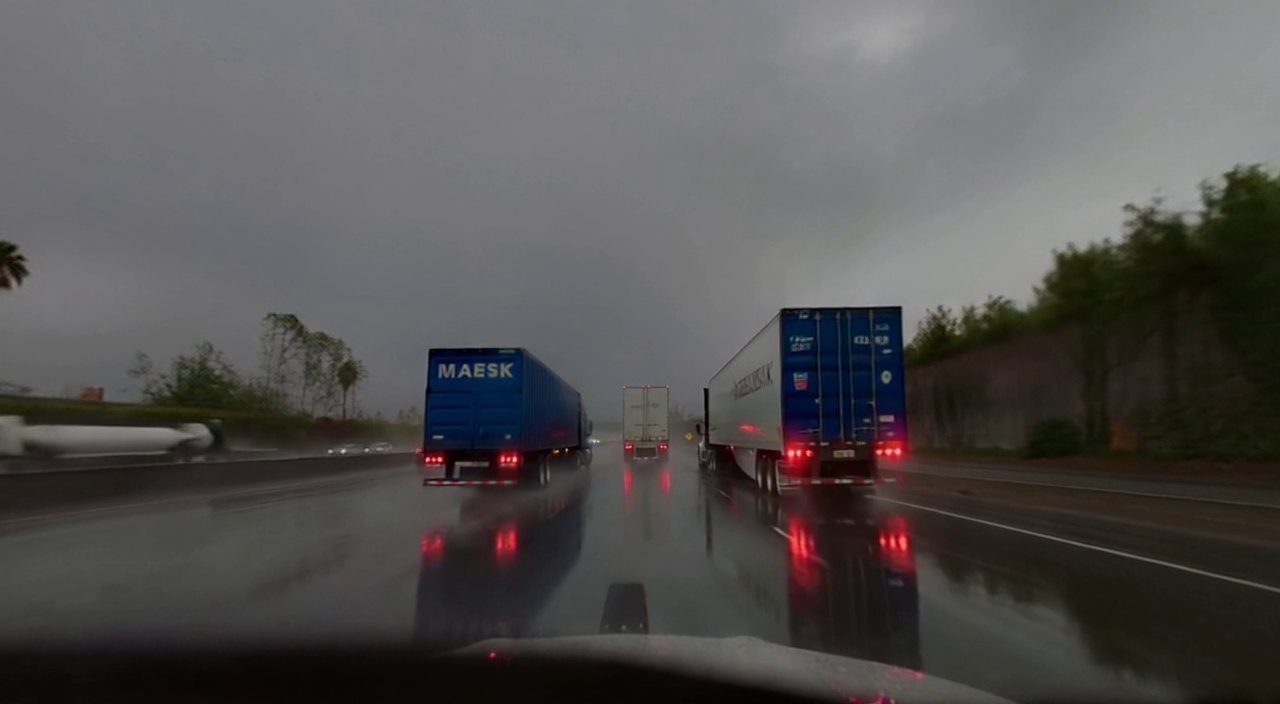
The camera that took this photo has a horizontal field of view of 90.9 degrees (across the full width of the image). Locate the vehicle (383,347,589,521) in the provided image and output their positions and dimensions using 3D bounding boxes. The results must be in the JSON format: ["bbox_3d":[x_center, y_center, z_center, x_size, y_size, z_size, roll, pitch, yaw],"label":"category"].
[{"bbox_3d":[-3.308,2.298,17.336,2.786,3.228,11.082,0,-8,0],"label":"vehicle"}]

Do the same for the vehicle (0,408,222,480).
[{"bbox_3d":[-34.908,6.091,41.941,3.026,3.801,16.315,0,-8,0],"label":"vehicle"}]

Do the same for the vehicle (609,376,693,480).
[{"bbox_3d":[0.519,4.104,32.632,3.097,3.856,18.209,0,-8,1],"label":"vehicle"}]

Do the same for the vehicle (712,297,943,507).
[{"bbox_3d":[4.486,1.984,19.746,2.887,4.178,14.553,0,-8,0],"label":"vehicle"}]
